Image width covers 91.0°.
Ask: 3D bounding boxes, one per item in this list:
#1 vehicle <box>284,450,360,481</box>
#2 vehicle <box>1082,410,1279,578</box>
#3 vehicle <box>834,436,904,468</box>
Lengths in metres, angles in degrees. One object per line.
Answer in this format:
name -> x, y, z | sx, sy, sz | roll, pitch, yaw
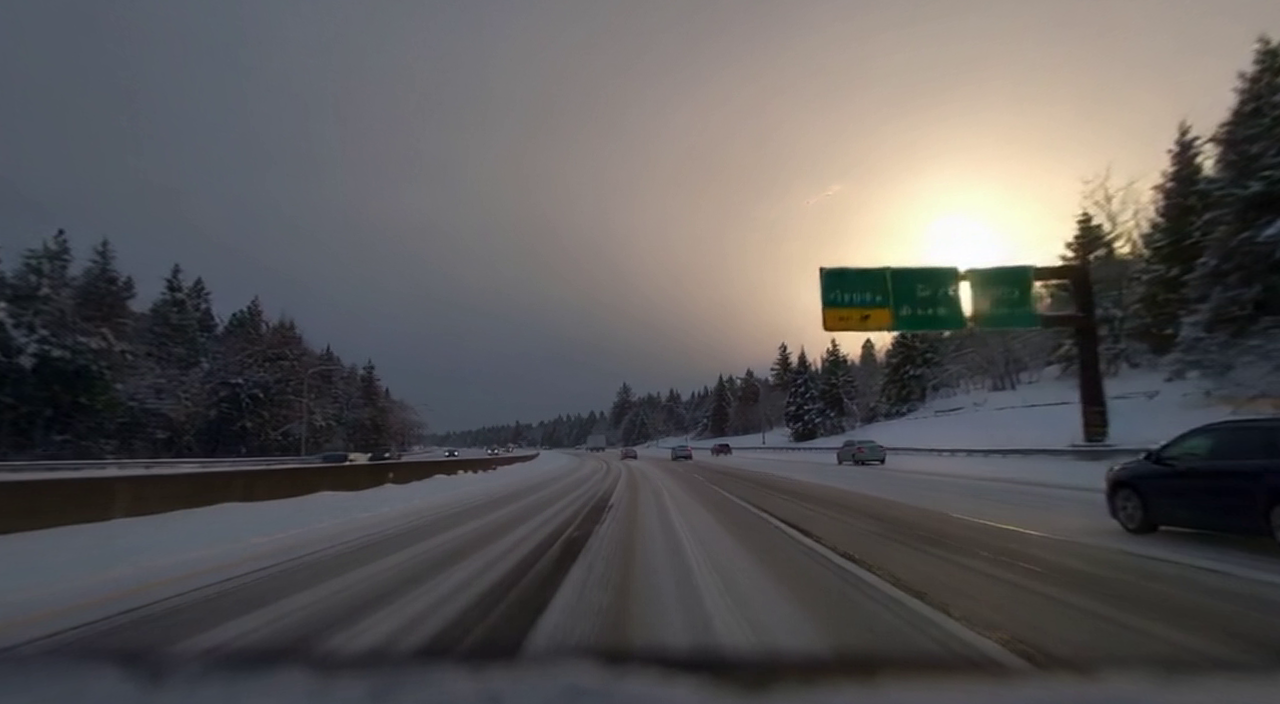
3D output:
vehicle -> -16.894, 6.018, 33.688 | 1.862, 1.506, 4.282 | 0, -9, 0
vehicle -> 7.469, 1.509, 6.856 | 2.124, 1.661, 4.267 | 0, -9, -1
vehicle -> 13.834, 6.082, 38.453 | 2.107, 1.803, 5.385 | 0, -9, -2
